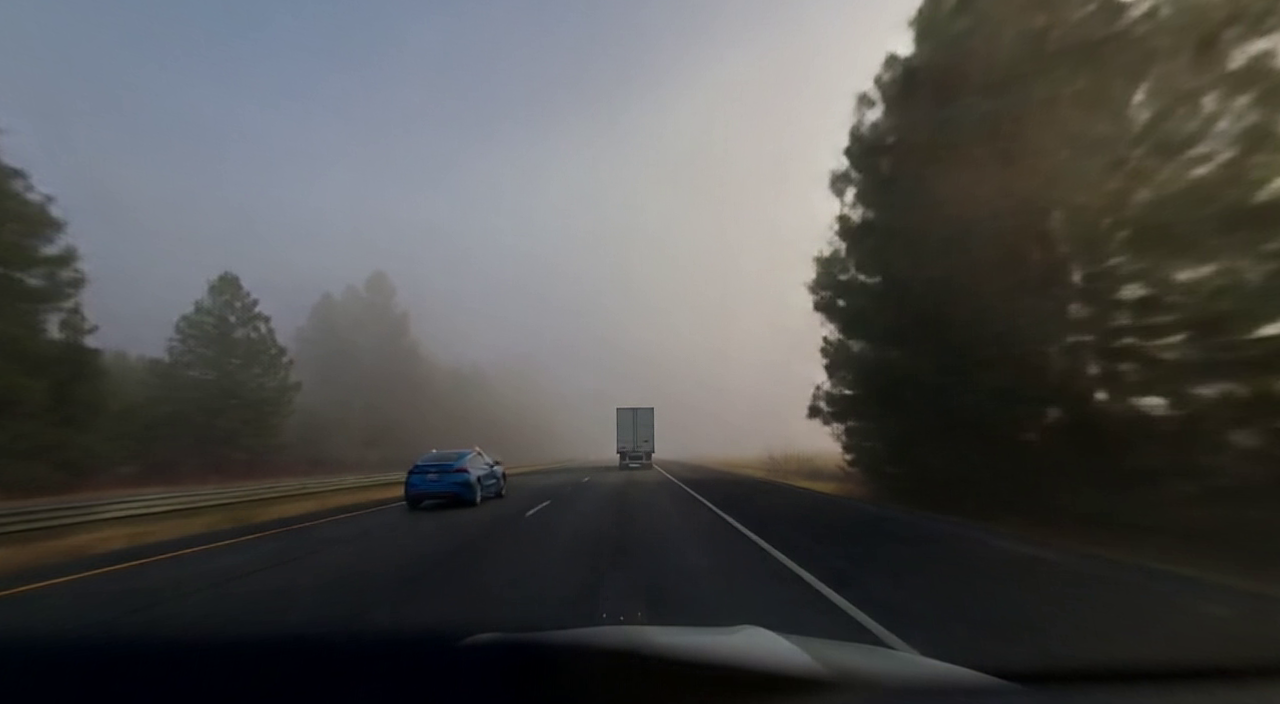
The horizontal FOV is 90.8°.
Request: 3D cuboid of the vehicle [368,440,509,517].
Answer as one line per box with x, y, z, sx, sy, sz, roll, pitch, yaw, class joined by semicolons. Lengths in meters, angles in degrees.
-4.383;2.800;14.399;1.937;1.493;3.779;0;-9;0;vehicle
